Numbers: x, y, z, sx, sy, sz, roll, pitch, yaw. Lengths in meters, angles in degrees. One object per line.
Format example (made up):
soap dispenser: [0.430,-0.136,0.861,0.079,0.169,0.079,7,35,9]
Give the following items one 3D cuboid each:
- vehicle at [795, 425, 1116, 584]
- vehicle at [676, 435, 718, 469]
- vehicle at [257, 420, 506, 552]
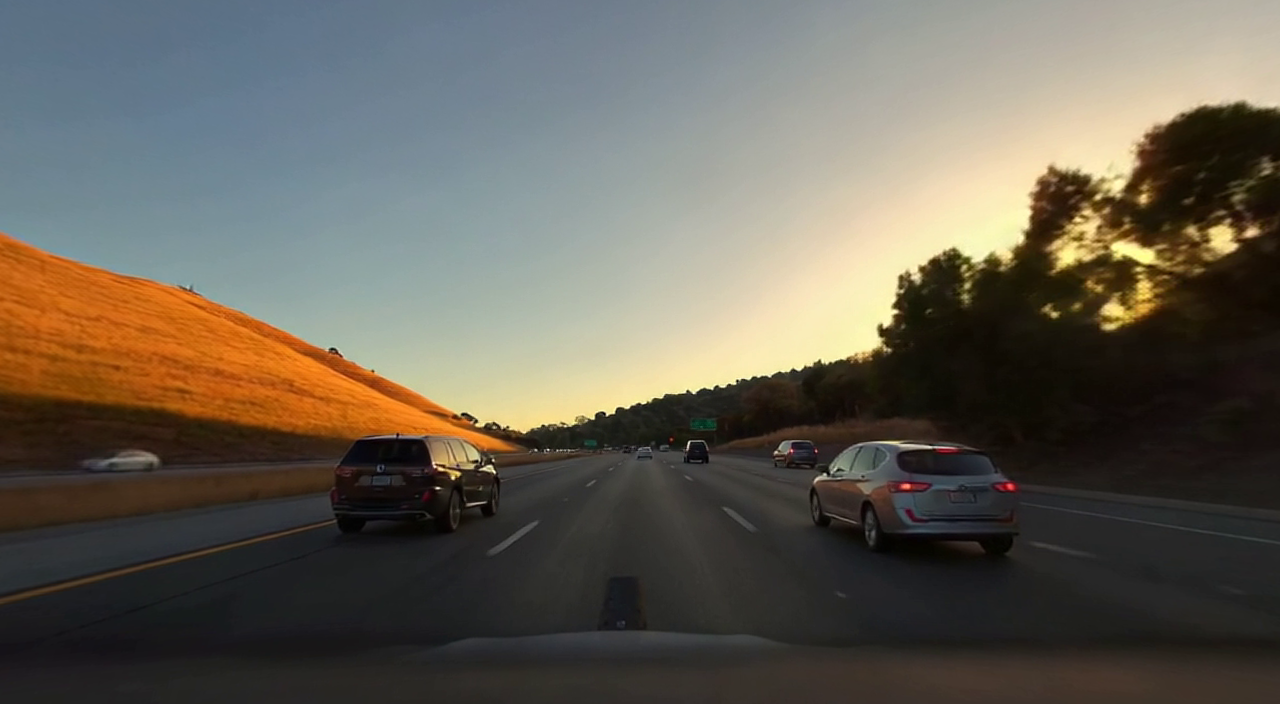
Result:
vehicle: [3.524,1.765,8.172,1.941,1.481,4.300,0,-8,0]
vehicle: [3.472,6.233,39.498,2.121,1.925,5.056,0,-8,0]
vehicle: [-3.801,2.046,10.360,2.166,1.672,4.388,0,-8,1]
